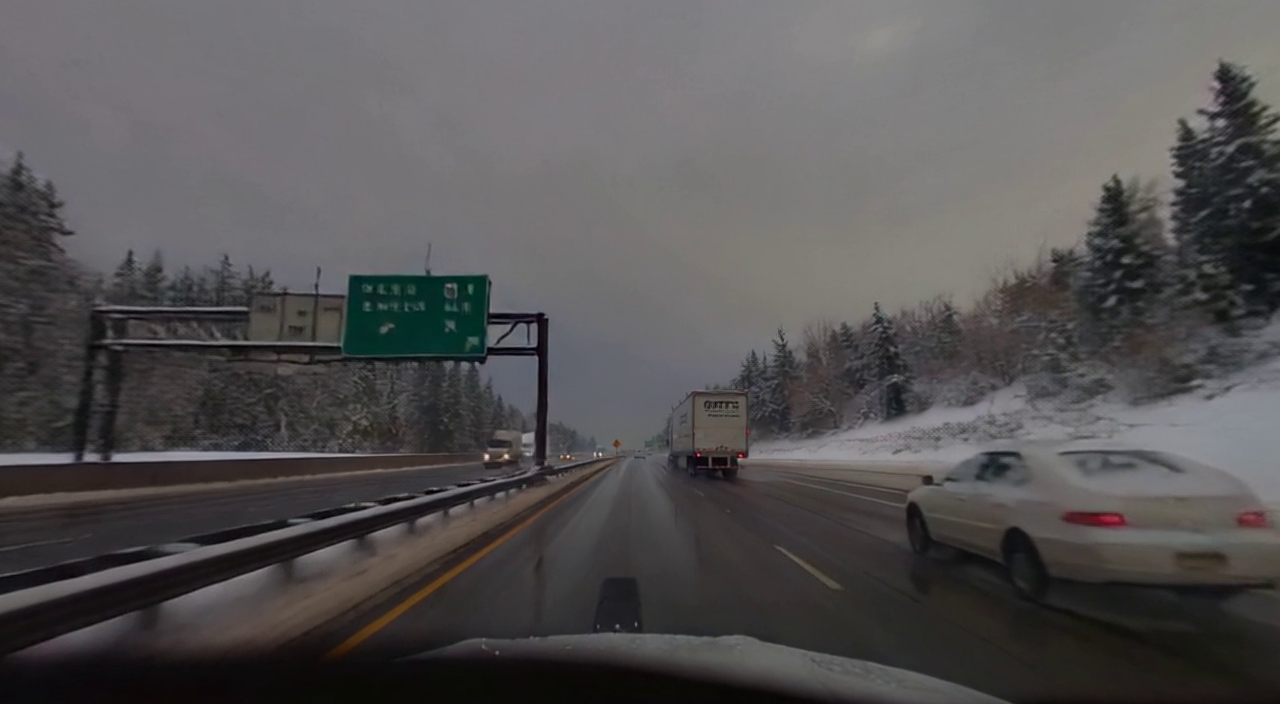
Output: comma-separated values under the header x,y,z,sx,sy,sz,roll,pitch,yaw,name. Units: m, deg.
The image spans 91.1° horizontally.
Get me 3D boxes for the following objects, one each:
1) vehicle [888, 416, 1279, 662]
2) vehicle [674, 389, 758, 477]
x,y,z,sx,sy,sz,roll,pitch,yaw,name
4.191,1.460,5.954,1.917,1.471,4.149,0,-9,-1,vehicle
3.926,4.878,36.360,2.926,4.060,14.068,0,-9,-1,vehicle
